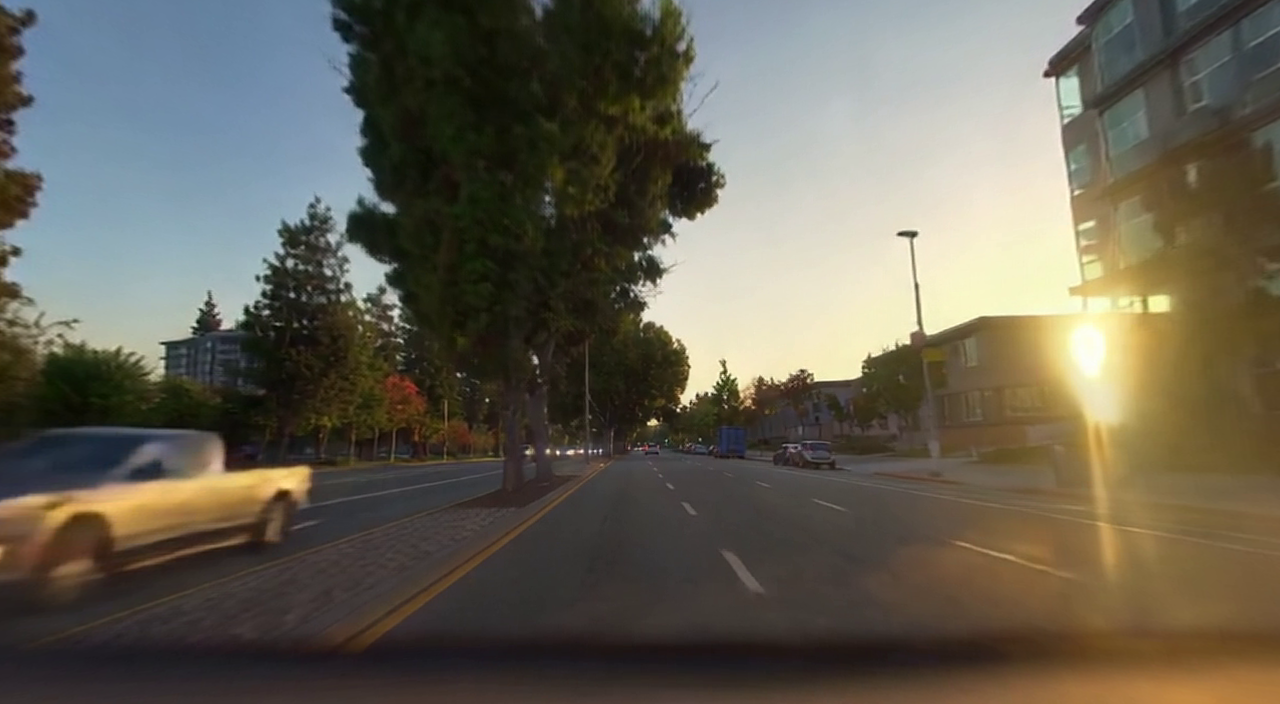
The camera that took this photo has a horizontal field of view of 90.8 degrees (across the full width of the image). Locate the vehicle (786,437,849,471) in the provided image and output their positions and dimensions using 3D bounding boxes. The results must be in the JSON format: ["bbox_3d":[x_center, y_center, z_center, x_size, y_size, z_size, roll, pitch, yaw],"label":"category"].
[{"bbox_3d":[10.110,5.841,36.388,2.043,1.761,5.022,0,-8,-1],"label":"vehicle"}]

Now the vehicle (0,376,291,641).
[{"bbox_3d":[-5.434,1.278,5.702,2.098,1.789,4.338,0,-8,-1],"label":"vehicle"}]
